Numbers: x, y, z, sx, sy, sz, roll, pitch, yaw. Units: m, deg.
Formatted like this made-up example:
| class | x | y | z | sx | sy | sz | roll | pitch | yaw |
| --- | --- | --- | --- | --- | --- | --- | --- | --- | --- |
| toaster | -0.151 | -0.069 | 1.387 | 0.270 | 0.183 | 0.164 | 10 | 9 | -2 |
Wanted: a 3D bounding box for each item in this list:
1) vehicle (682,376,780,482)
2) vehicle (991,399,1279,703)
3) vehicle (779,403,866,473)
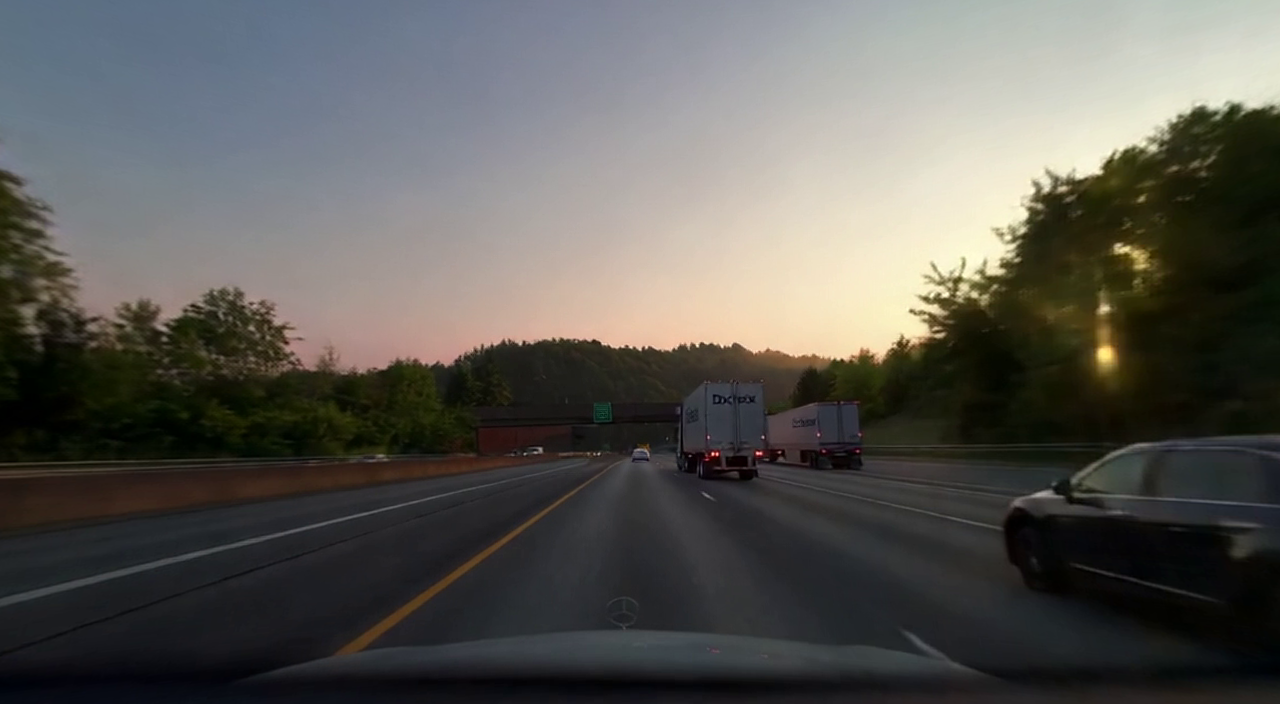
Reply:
| class | x | y | z | sx | sy | sz | roll | pitch | yaw |
| --- | --- | --- | --- | --- | --- | --- | --- | --- | --- |
| vehicle | 3.762 | 3.659 | 28.628 | 3.025 | 4.010 | 9.542 | 0 | -9 | 0 |
| vehicle | 3.997 | 1.019 | 3.277 | 1.948 | 1.481 | 3.955 | 0 | -9 | -1 |
| vehicle | 11.407 | 5.562 | 40.188 | 2.938 | 3.990 | 8.556 | 0 | -9 | 0 |
